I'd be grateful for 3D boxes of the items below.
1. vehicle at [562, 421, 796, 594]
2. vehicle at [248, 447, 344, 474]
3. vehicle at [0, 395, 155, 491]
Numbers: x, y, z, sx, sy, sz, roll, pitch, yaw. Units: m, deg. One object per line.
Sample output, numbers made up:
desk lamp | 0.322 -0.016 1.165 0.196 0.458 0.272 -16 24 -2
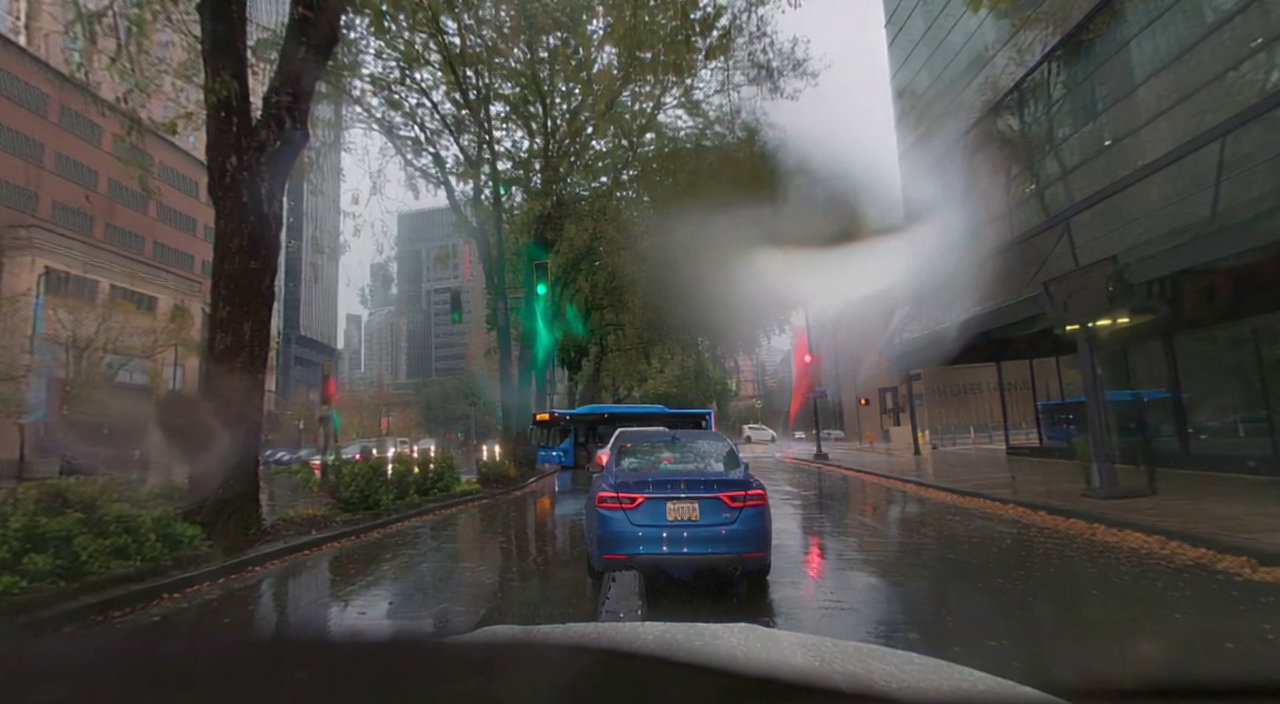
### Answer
vehicle | 0.372 1.627 7.406 2.006 1.470 3.799 0 -8 1
vehicle | -20.330 6.388 37.609 1.883 1.461 4.830 -4 -9 23
vehicle | -25.945 3.652 25.346 2.692 3.685 10.153 -3 -9 20
